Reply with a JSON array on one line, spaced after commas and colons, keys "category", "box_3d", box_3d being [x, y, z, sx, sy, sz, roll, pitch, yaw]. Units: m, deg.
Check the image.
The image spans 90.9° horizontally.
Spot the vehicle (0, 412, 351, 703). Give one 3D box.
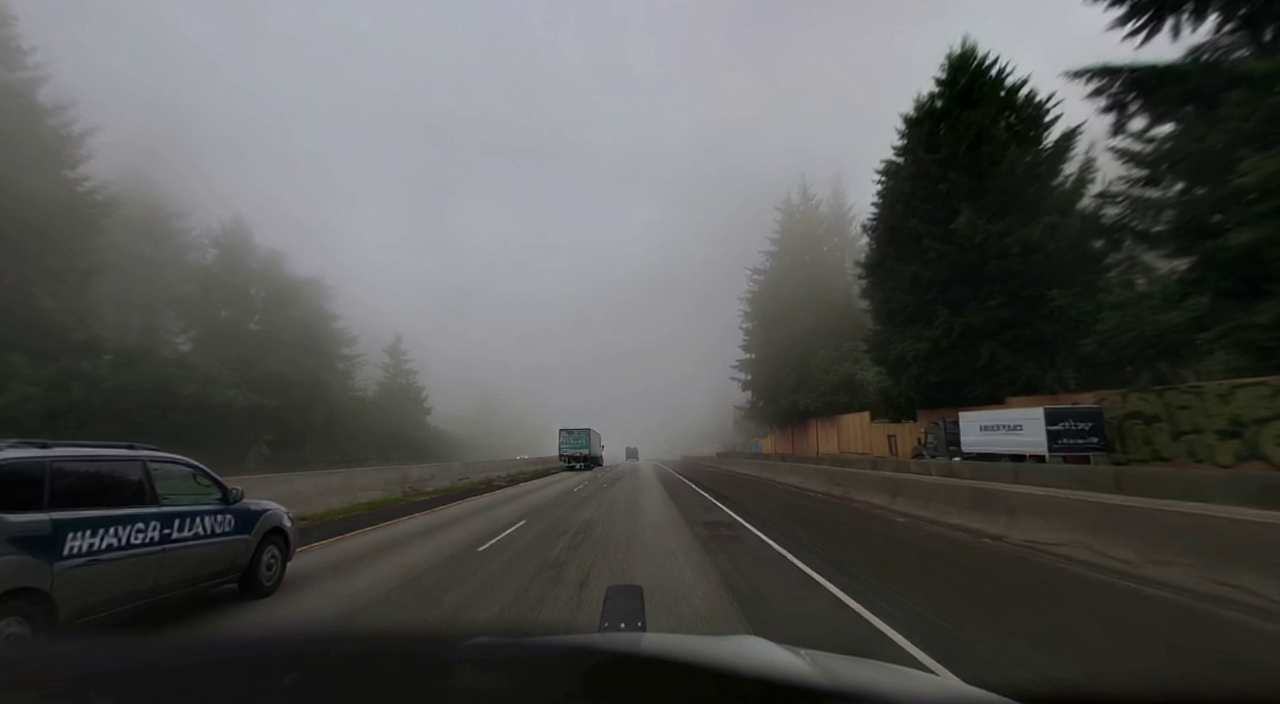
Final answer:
[{"category": "vehicle", "box_3d": [-4.238, 1.296, 4.725, 2.024, 1.476, 4.466, 0, -9, 0]}]

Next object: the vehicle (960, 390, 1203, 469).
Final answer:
[{"category": "vehicle", "box_3d": [26.227, 5.002, 39.074, 2.782, 4.082, 12.925, 3, -9, -19]}]

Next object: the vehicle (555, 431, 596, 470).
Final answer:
[{"category": "vehicle", "box_3d": [-4.393, 6.881, 43.997, 2.305, 2.517, 5.486, 0, -9, 0]}]
